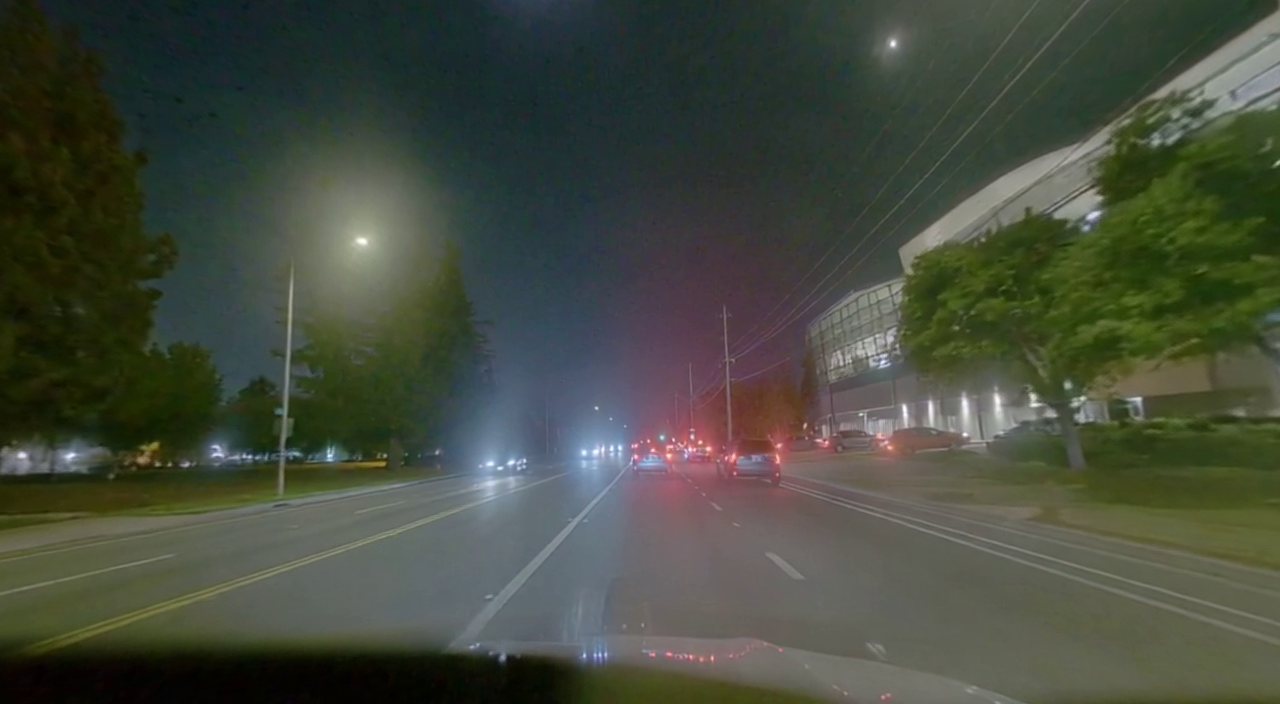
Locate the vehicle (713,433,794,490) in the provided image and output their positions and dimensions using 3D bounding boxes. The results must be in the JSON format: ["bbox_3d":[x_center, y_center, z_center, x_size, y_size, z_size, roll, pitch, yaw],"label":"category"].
[{"bbox_3d":[3.650,3.591,20.986,1.914,1.698,4.049,0,-9,0],"label":"vehicle"}]

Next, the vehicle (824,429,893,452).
[{"bbox_3d":[16.496,6.702,47.697,4.392,1.709,2.002,0,-9,0],"label":"vehicle"}]

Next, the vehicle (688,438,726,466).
[{"bbox_3d":[4.307,6.532,41.136,2.024,1.711,4.512,0,-9,0],"label":"vehicle"}]

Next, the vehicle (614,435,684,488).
[{"bbox_3d":[0.316,3.788,22.066,2.200,1.653,4.127,0,-9,1],"label":"vehicle"}]

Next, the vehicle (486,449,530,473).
[{"bbox_3d":[-9.157,7.586,44.121,2.040,1.507,4.598,0,-9,1],"label":"vehicle"}]
